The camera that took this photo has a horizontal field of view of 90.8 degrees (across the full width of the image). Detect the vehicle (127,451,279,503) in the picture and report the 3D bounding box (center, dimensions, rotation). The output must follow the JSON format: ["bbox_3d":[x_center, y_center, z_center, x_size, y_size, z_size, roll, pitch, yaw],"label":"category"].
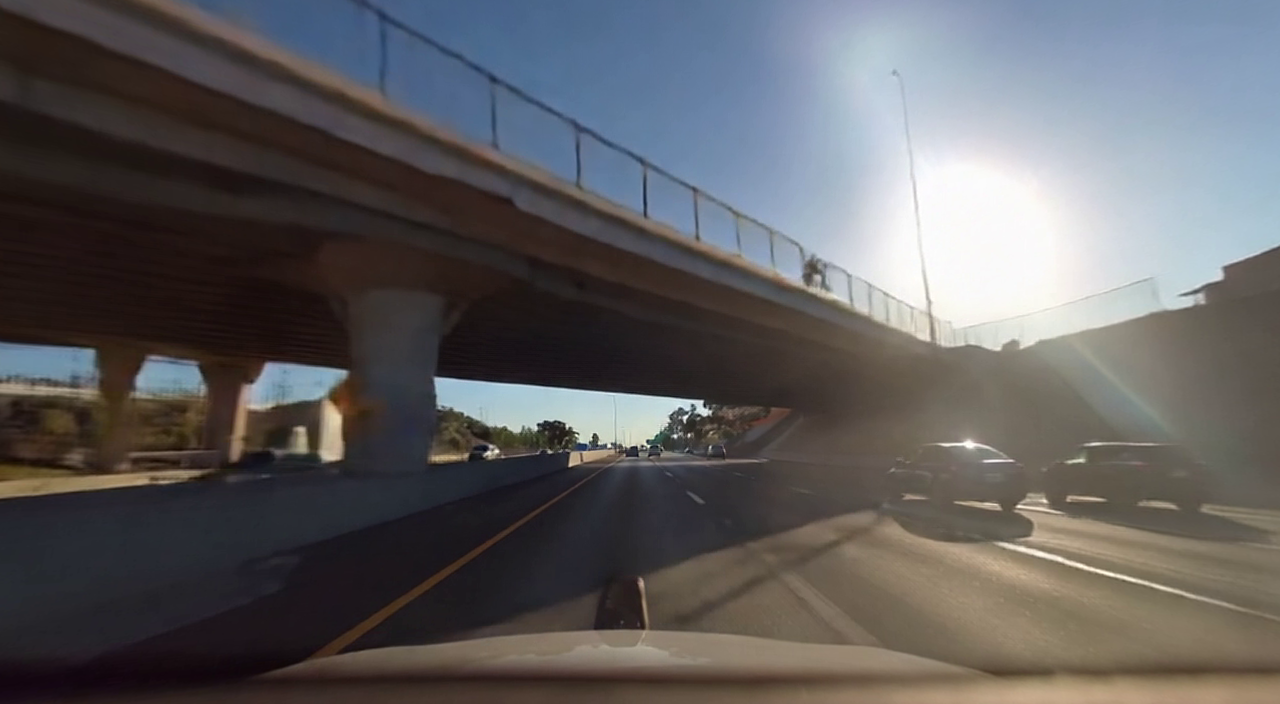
[{"bbox_3d":[-14.156,4.024,20.845,1.895,1.474,4.394,0,-8,0],"label":"vehicle"}]

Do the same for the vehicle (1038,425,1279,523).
[{"bbox_3d":[10.895,2.463,13.372,2.068,1.680,4.361,-1,-8,1],"label":"vehicle"}]

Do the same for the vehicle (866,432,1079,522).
[{"bbox_3d":[6.705,2.548,13.503,1.901,1.548,4.684,0,-8,-1],"label":"vehicle"}]

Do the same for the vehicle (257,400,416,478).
[{"bbox_3d":[-17.874,5.445,39.017,2.989,3.924,13.704,0,-8,0],"label":"vehicle"}]
